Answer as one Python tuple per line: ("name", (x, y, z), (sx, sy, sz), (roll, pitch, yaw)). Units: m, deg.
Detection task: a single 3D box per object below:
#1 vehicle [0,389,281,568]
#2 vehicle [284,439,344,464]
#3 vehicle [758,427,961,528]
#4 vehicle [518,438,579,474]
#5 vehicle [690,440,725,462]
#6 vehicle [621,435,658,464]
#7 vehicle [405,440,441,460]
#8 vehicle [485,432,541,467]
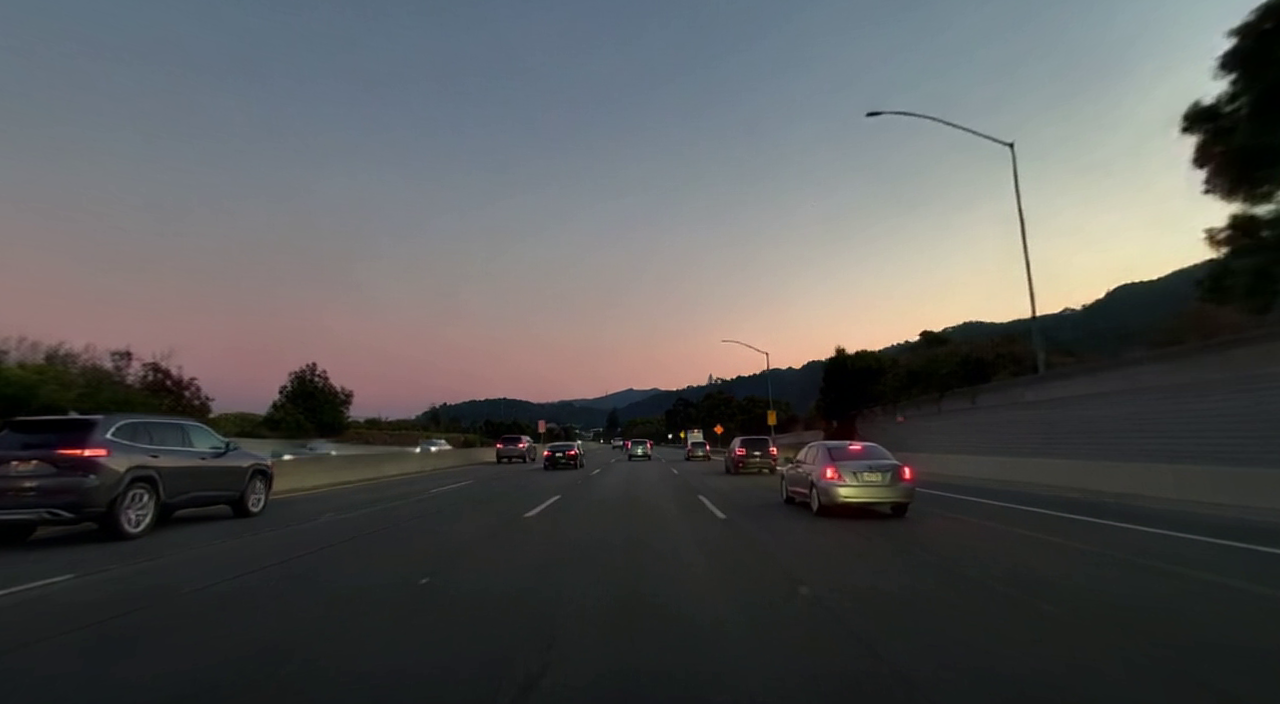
("vehicle", (-7.475, 1.655, 8.854), (2.142, 1.849, 4.566), (0, -9, -1))
("vehicle", (-20.669, 6.338, 40.037), (1.817, 1.490, 3.694), (0, -9, 0))
("vehicle", (3.730, 2.239, 11.770), (2.141, 1.507, 4.510), (0, -9, 0))
("vehicle", (-3.994, 4.619, 28.174), (2.071, 1.478, 4.130), (0, -9, 1))
("vehicle", (4.646, 6.916, 44.048), (1.944, 1.465, 4.245), (0, -9, 0))
("vehicle", (-0.047, 6.080, 39.350), (2.158, 1.706, 4.219), (0, -9, -1))
("vehicle", (-17.120, 7.742, 49.851), (1.635, 1.463, 3.655), (0, -8, -2))
("vehicle", (-6.964, 5.409, 35.046), (2.111, 1.811, 4.391), (0, -9, 1))
